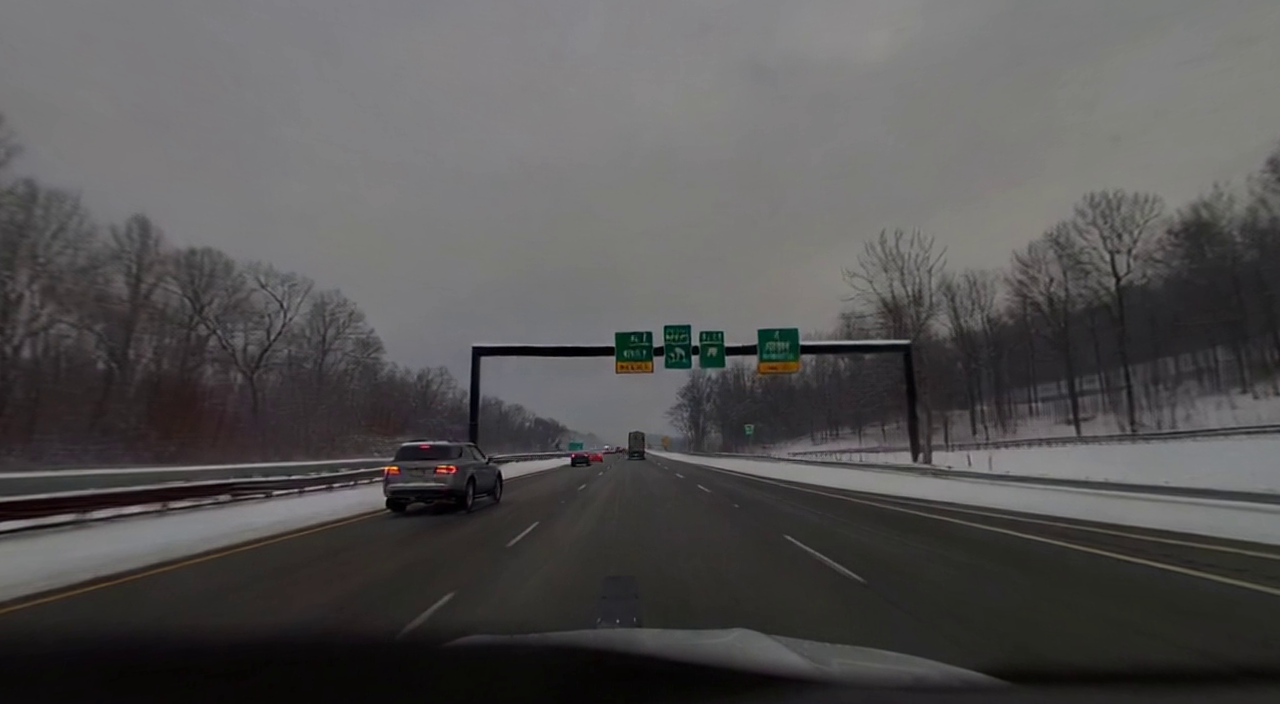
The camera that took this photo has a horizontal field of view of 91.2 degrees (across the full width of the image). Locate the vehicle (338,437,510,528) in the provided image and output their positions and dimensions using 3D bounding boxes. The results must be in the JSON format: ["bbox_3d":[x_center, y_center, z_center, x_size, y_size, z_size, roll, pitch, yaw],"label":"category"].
[{"bbox_3d":[-4.101,2.537,12.741,2.071,1.525,4.058,0,-9,0],"label":"vehicle"}]
